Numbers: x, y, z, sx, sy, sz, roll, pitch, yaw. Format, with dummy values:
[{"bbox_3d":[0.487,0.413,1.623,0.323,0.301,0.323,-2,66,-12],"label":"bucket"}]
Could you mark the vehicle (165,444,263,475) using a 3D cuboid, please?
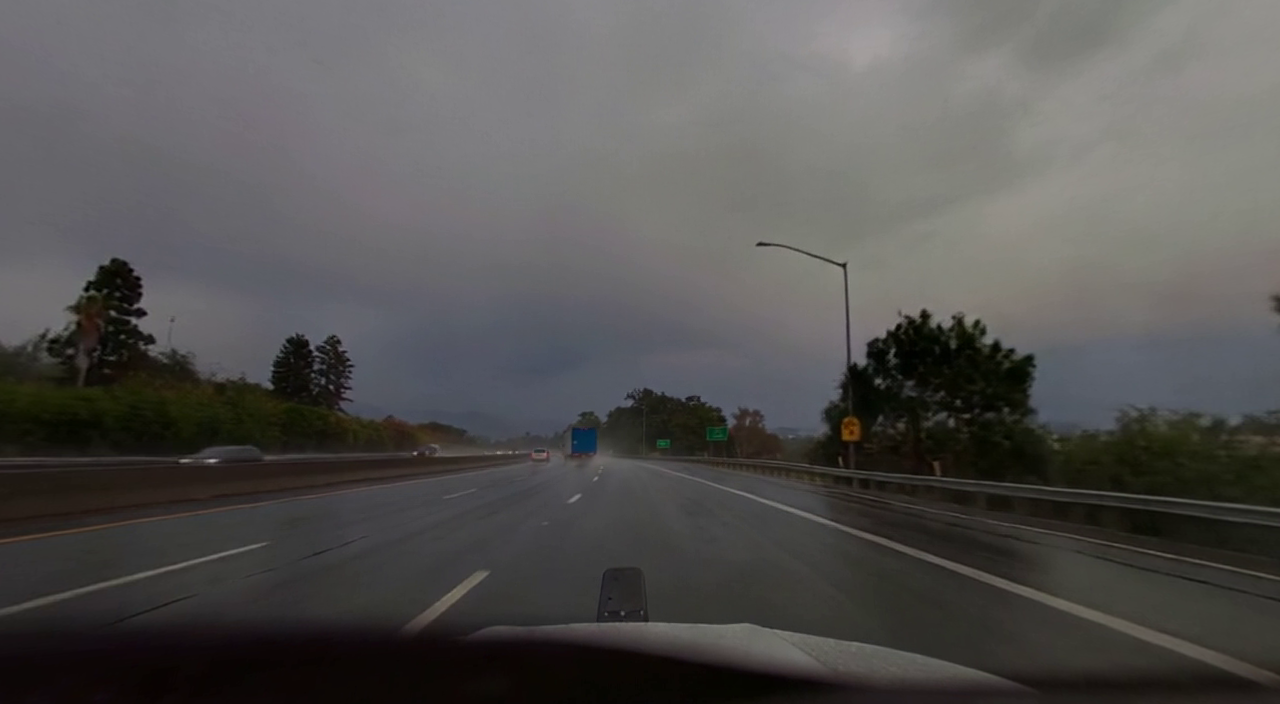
[{"bbox_3d":[-22.210,5.582,33.162,1.994,1.484,4.733,0,-8,-2],"label":"vehicle"}]
